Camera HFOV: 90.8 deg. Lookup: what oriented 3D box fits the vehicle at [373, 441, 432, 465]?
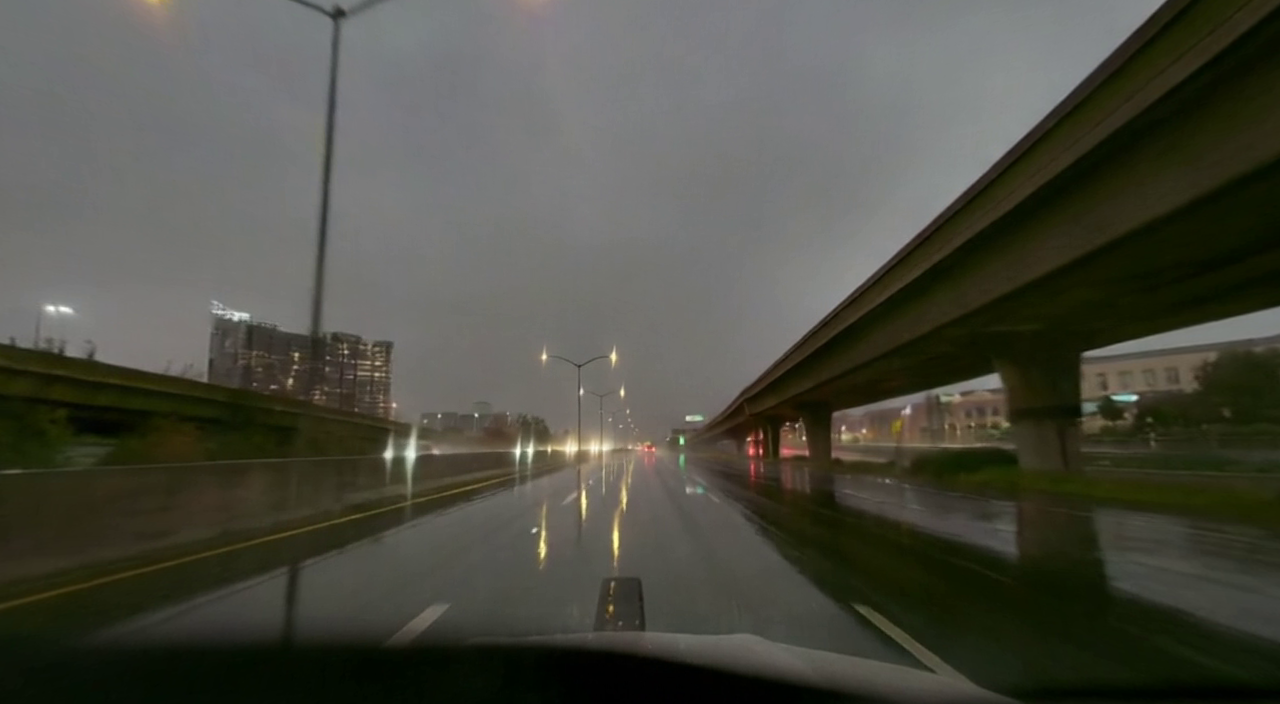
[{"bbox_3d":[-17.751,7.580,47.520,2.472,1.723,5.039,0,-8,0],"label":"vehicle"}]
